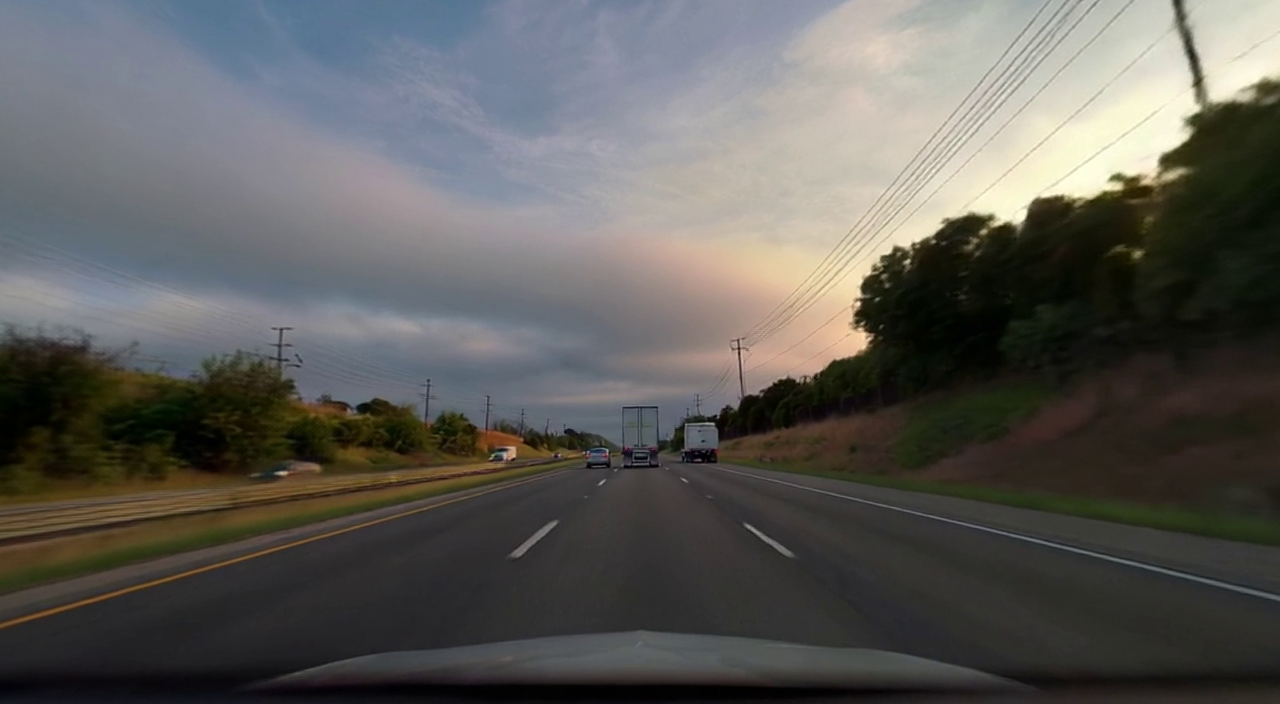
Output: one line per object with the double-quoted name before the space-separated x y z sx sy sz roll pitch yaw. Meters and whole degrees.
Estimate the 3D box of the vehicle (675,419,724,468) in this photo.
"vehicle" 4.387 7.115 48.510 2.938 3.378 8.820 0 -9 0

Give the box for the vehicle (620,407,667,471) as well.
"vehicle" 0.165 6.644 47.119 2.997 4.076 13.224 0 -9 -1

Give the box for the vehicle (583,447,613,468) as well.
"vehicle" -3.217 8.196 49.099 2.024 1.582 4.032 0 -9 1
